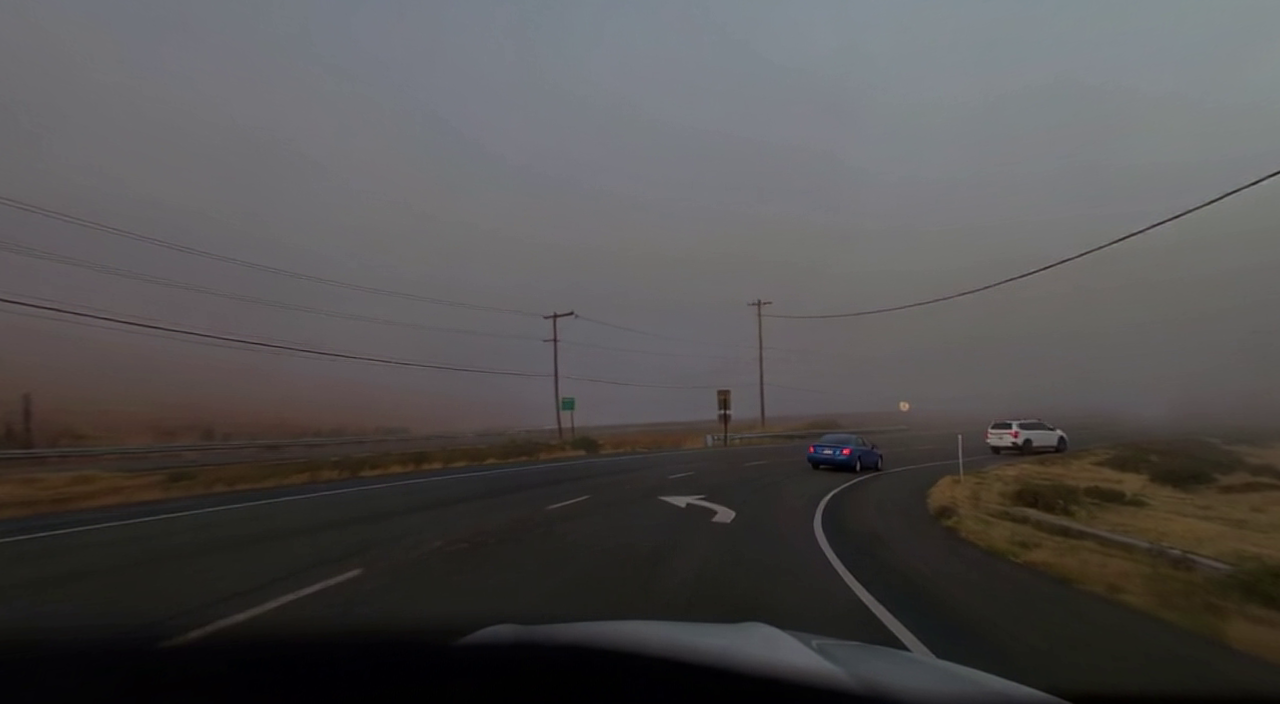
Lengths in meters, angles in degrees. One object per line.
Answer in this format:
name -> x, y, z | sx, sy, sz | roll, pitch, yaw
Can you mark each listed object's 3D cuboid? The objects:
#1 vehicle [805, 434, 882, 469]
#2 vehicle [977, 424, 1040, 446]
vehicle -> 9.023, 4.351, 27.736 | 2.026, 1.407, 4.374 | -6, -10, 33
vehicle -> 25.706, 5.835, 43.985 | 4.307, 1.465, 1.836 | 5, -10, -30
